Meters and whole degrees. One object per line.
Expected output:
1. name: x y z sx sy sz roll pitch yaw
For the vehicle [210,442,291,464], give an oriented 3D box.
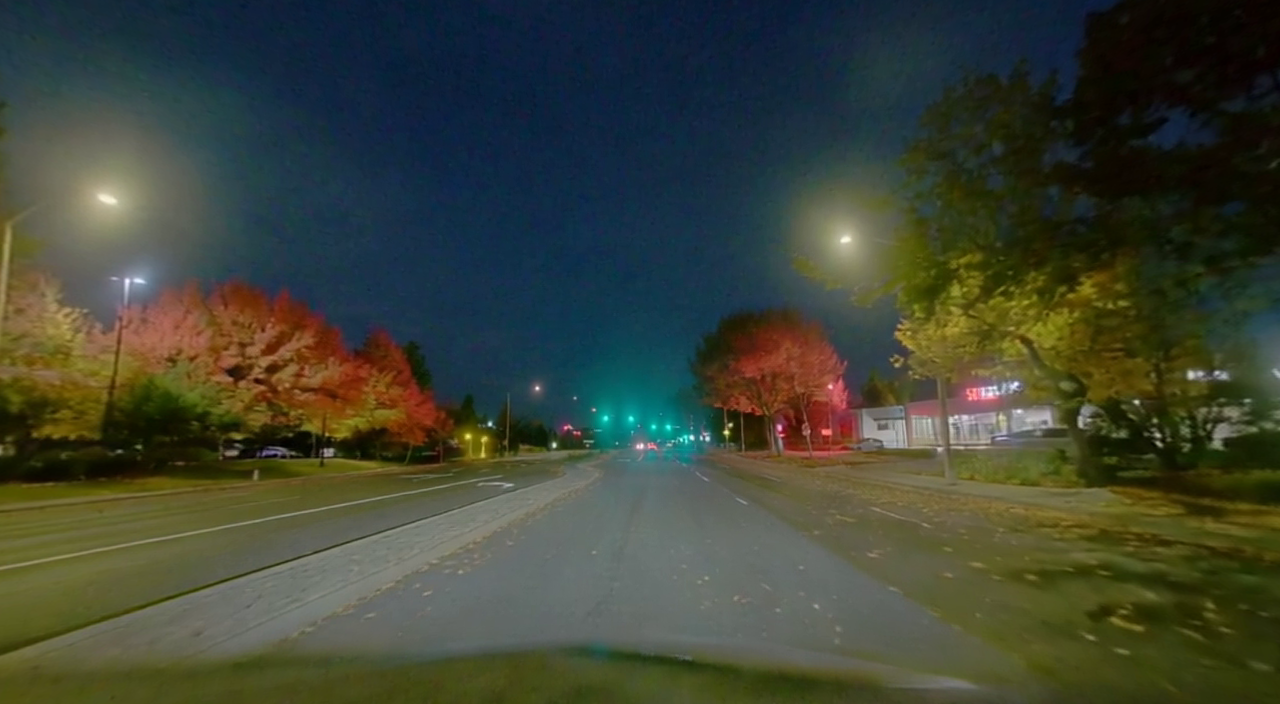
1. vehicle: -29.851 7.752 48.431 4.706 1.457 1.999 3 -11 -4
